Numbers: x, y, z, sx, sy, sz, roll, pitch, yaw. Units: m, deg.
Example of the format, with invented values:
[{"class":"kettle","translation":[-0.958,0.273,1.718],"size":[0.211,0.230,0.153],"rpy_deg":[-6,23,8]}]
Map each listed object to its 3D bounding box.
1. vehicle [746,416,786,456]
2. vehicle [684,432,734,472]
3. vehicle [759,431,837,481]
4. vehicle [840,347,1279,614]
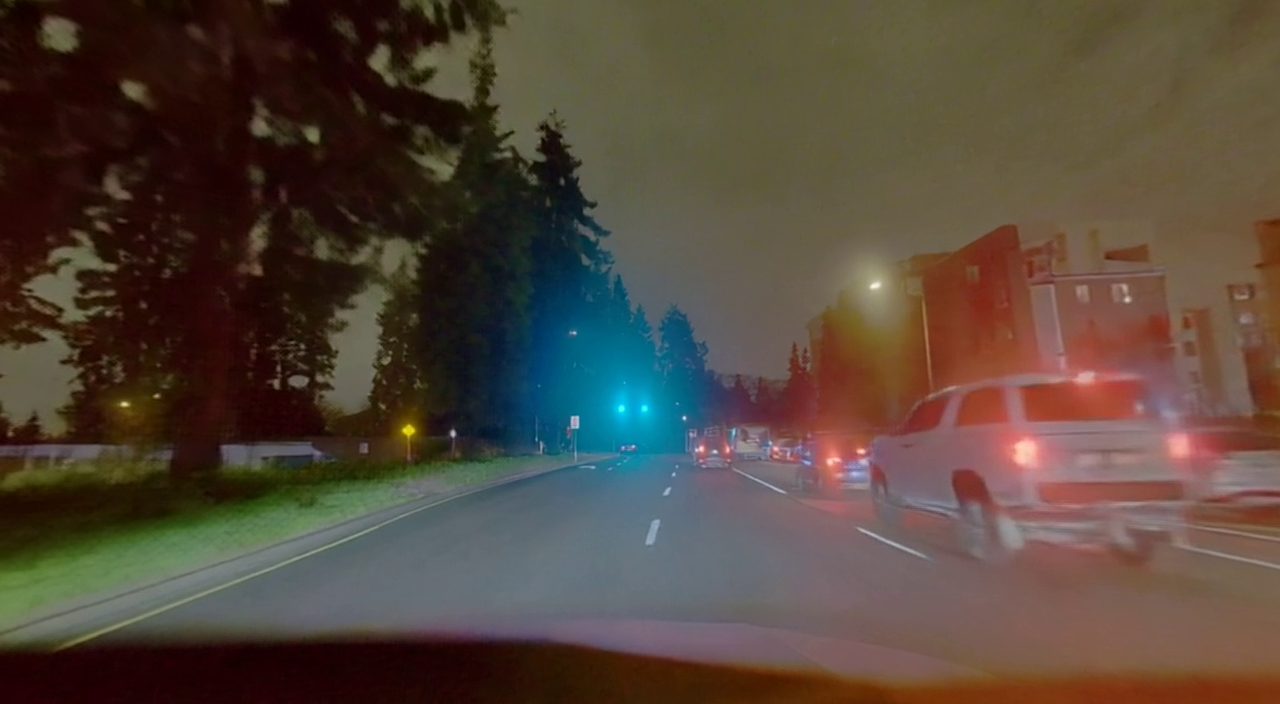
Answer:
[{"class":"vehicle","translation":[7.841,5.297,39.646],"size":[1.933,2.309,3.468],"rpy_deg":[-2,-8,3]},{"class":"vehicle","translation":[3.121,4.595,29.310],"size":[2.052,1.693,4.554],"rpy_deg":[0,-8,3]},{"class":"vehicle","translation":[6.103,4.028,25.017],"size":[1.803,1.754,4.480],"rpy_deg":[0,-7,-2]},{"class":"vehicle","translation":[4.560,1.438,8.084],"size":[2.268,2.090,6.113],"rpy_deg":[0,-8,3]}]
